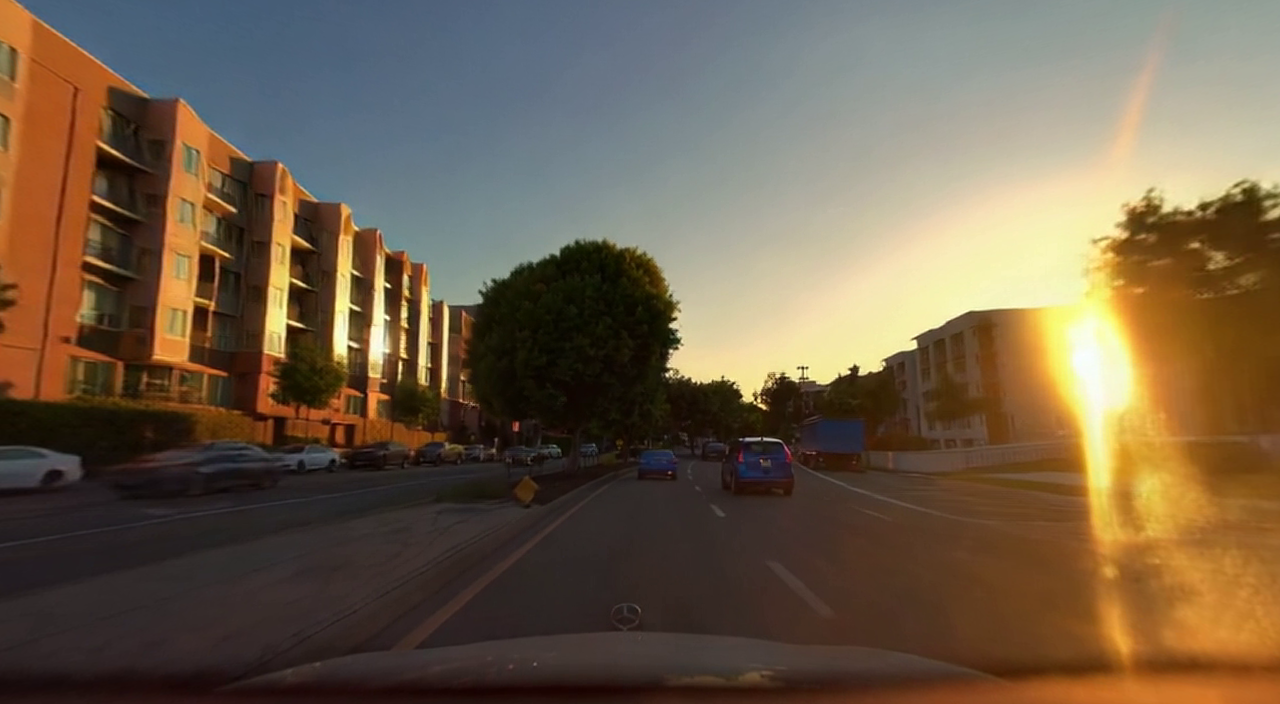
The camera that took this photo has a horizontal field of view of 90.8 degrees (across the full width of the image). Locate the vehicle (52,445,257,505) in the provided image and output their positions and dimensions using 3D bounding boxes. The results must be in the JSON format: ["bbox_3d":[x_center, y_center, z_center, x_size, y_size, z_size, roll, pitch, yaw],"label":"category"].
[{"bbox_3d":[-13.550,3.424,18.141,1.884,1.454,4.858,0,-9,2],"label":"vehicle"}]

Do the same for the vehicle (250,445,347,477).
[{"bbox_3d":[-17.677,5.698,33.035,2.008,1.487,5.078,-2,-10,3],"label":"vehicle"}]

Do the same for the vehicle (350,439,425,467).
[{"bbox_3d":[-17.098,6.969,43.125,2.272,1.746,5.914,-1,-11,5],"label":"vehicle"}]

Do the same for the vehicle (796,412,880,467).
[{"bbox_3d":[12.622,5.742,41.009,3.705,3.221,6.779,-2,-9,5],"label":"vehicle"}]

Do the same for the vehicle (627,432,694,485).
[{"bbox_3d":[0.834,4.114,24.748,2.345,1.841,5.032,0,-9,2],"label":"vehicle"}]

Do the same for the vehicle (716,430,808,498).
[{"bbox_3d":[3.591,3.388,19.484,2.033,1.823,4.409,0,-9,1],"label":"vehicle"}]
